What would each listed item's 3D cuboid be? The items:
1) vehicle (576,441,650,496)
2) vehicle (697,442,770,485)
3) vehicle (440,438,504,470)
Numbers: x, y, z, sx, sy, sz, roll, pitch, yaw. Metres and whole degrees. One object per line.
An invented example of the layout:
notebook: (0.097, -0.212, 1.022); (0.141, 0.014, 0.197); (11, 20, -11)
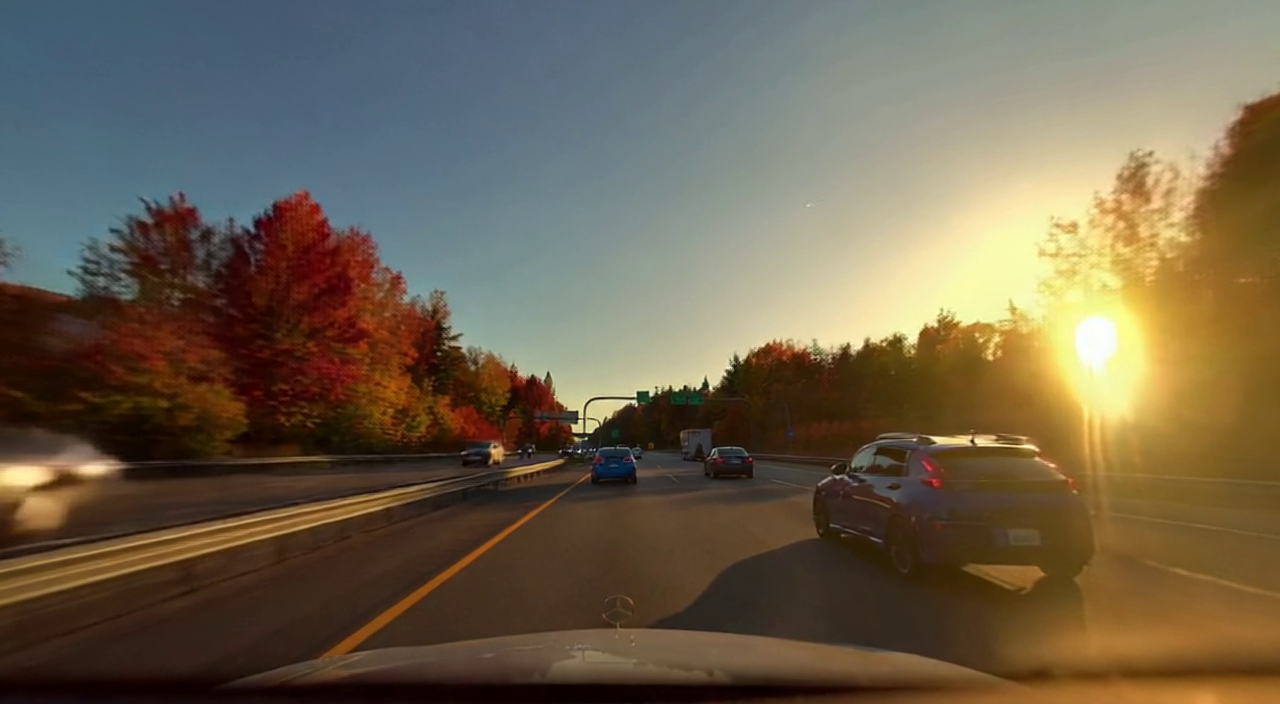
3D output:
vehicle: (-0.797, 3.692, 20.220); (2.128, 1.516, 4.410); (0, -9, -1)
vehicle: (3.710, 4.527, 25.676); (2.300, 1.595, 4.144); (-1, -9, 0)
vehicle: (-9.554, 5.859, 36.088); (2.512, 1.641, 4.748); (0, -9, -1)
